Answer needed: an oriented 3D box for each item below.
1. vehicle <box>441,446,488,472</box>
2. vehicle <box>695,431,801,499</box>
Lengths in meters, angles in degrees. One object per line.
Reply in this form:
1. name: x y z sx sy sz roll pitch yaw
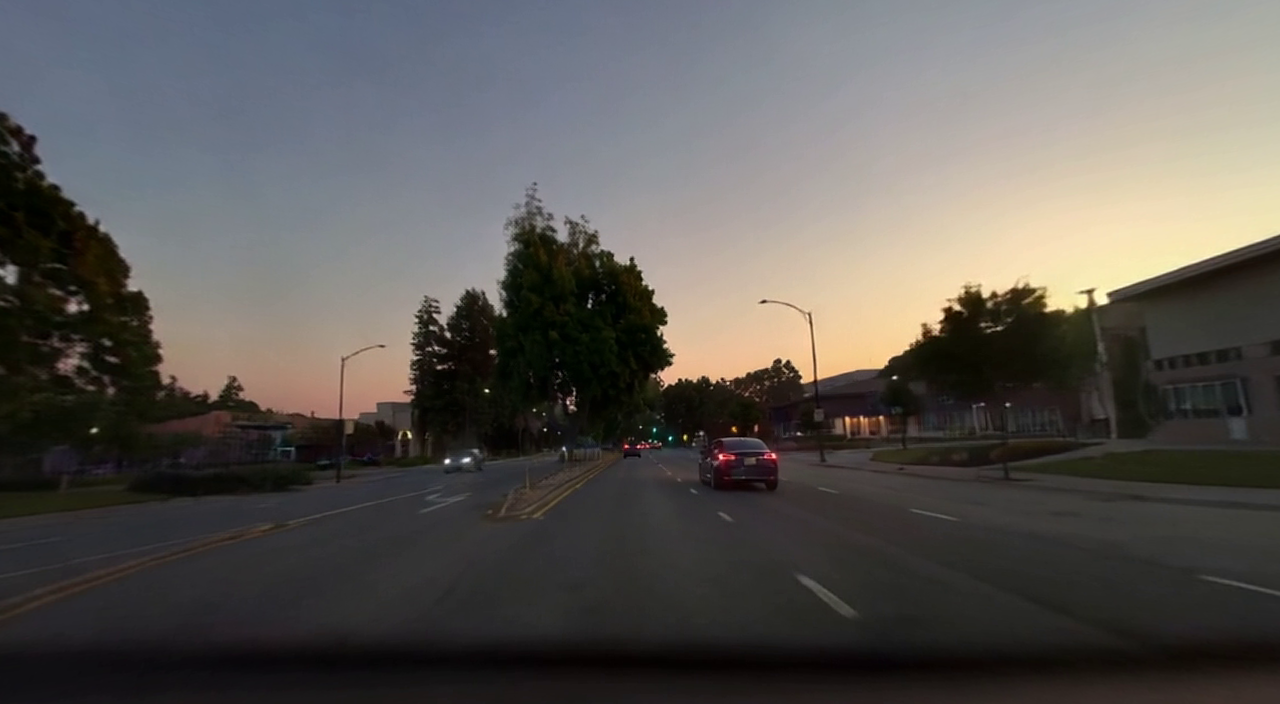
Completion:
1. vehicle: -12.232 7.469 44.294 1.943 1.672 4.368 0 -8 1
2. vehicle: 2.836 3.081 17.751 1.995 1.616 4.729 0 -8 -2
